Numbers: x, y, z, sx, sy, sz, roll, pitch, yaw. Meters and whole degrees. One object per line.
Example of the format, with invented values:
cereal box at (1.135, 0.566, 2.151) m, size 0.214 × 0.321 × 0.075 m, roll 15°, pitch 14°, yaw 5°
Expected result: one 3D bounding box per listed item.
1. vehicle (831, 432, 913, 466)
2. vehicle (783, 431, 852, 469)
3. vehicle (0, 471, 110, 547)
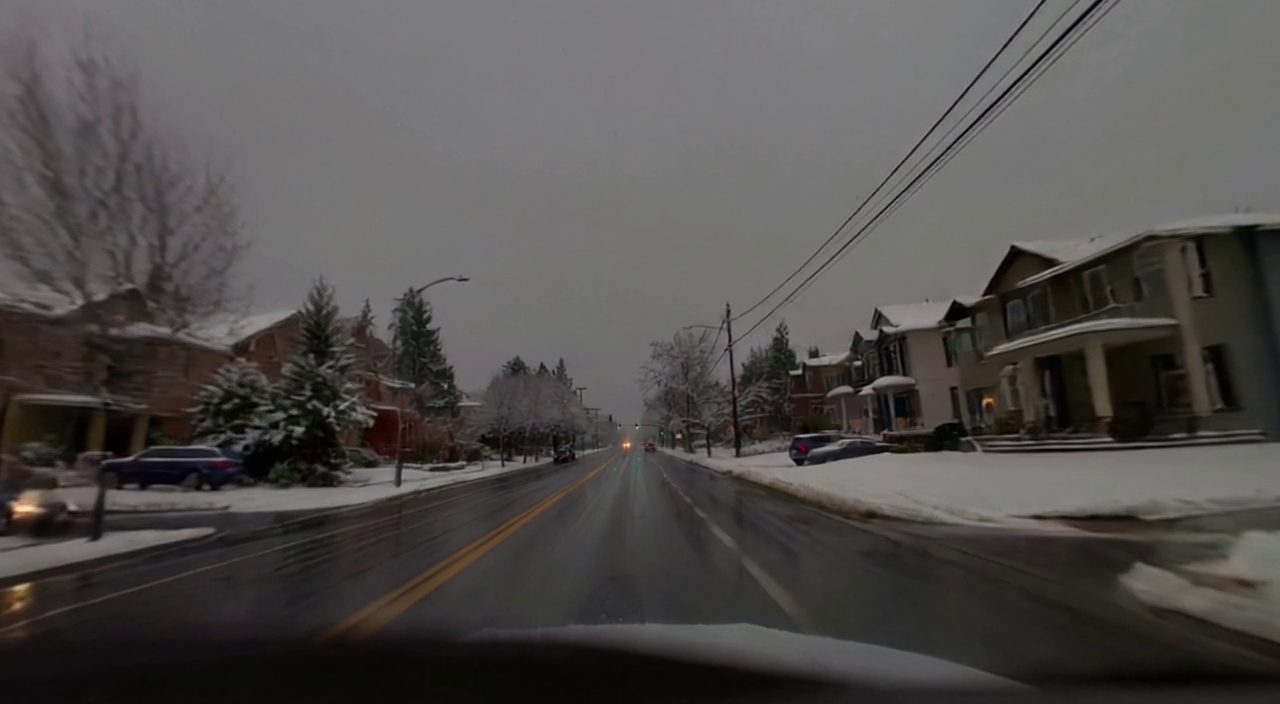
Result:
vehicle at (11.867, 5.029, 32.716) m, size 2.181 × 1.530 × 4.867 m, roll -2°, pitch -8°, yaw -3°
vehicle at (9.109, 5.068, 32.846) m, size 2.121 × 1.785 × 4.693 m, roll 0°, pitch -9°, yaw -1°
vehicle at (-15.362, 3.696, 14.846) m, size 2.124 × 1.538 × 4.237 m, roll -1°, pitch -8°, yaw 0°
